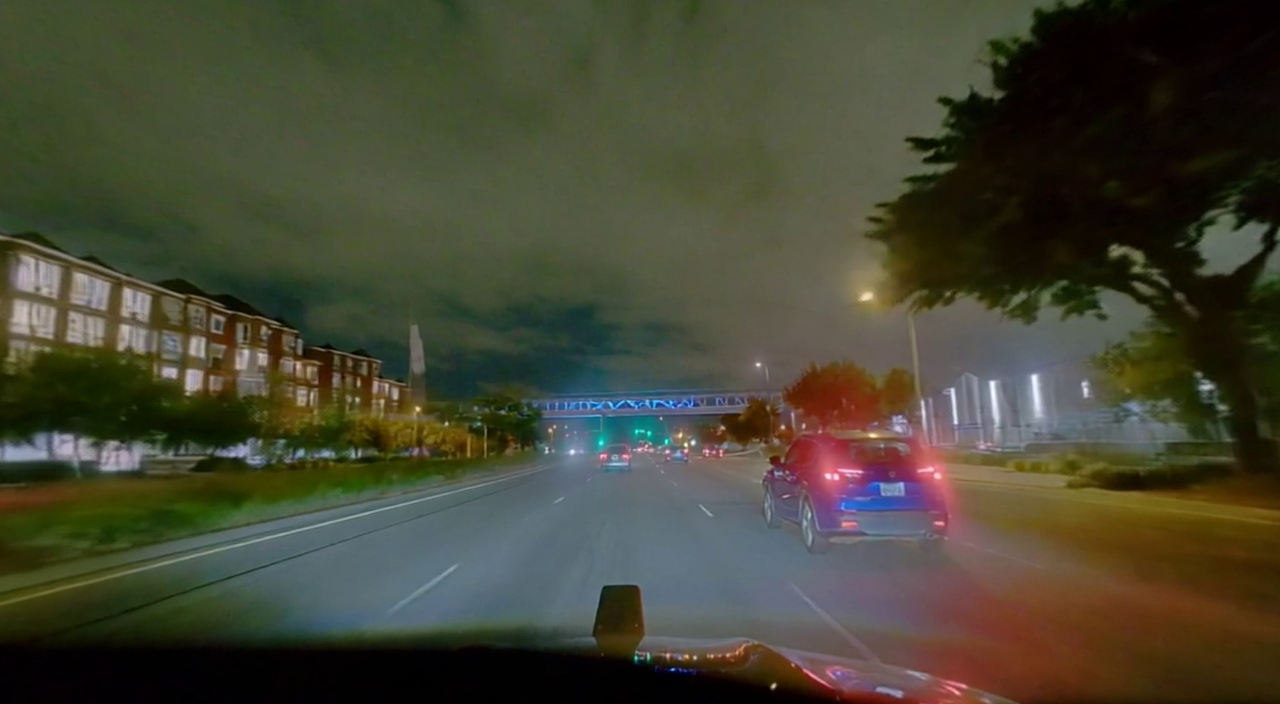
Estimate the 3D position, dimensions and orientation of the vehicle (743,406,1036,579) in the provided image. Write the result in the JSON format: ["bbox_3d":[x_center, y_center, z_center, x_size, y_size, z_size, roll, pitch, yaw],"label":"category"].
[{"bbox_3d":[2.922,1.774,8.828,2.130,1.741,4.665,0,-8,-1],"label":"vehicle"}]

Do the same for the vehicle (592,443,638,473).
[{"bbox_3d":[-1.291,5.784,34.765,2.173,1.498,4.528,0,-8,2],"label":"vehicle"}]

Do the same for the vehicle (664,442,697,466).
[{"bbox_3d":[3.025,7.722,47.957,2.165,1.708,3.928,0,-8,-2],"label":"vehicle"}]
